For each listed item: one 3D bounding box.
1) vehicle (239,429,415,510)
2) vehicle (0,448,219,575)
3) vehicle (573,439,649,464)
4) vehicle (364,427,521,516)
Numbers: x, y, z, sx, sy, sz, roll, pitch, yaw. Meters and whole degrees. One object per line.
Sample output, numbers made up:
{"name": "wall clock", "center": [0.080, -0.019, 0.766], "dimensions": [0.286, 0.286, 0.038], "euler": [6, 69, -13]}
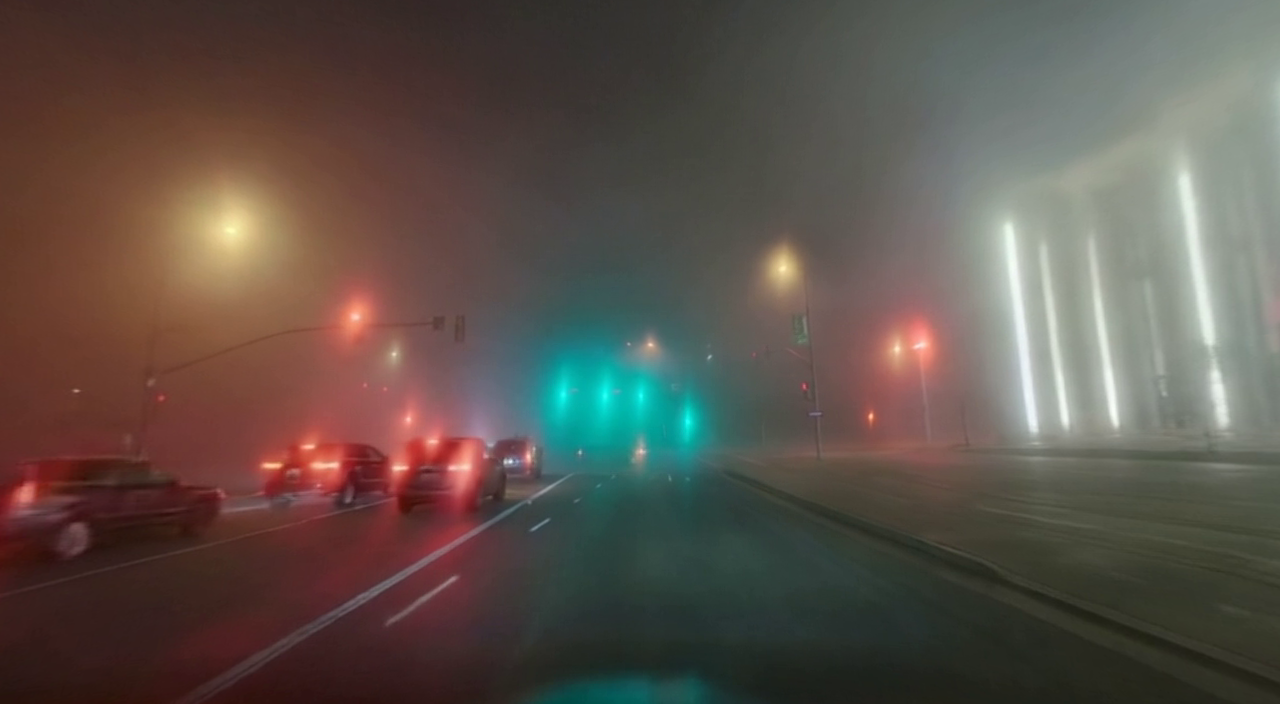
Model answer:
{"name": "vehicle", "center": [-8.010, 3.043, 16.768], "dimensions": [2.152, 1.813, 4.751], "euler": [0, -9, 1]}
{"name": "vehicle", "center": [-8.357, 2.047, 8.590], "dimensions": [2.030, 1.440, 4.464], "euler": [0, -9, 1]}
{"name": "vehicle", "center": [-1.801, 6.347, 40.157], "dimensions": [4.767, 1.524, 1.929], "euler": [0, -8, 1]}
{"name": "vehicle", "center": [-4.122, 2.573, 13.997], "dimensions": [2.043, 1.636, 4.320], "euler": [0, -9, 1]}
